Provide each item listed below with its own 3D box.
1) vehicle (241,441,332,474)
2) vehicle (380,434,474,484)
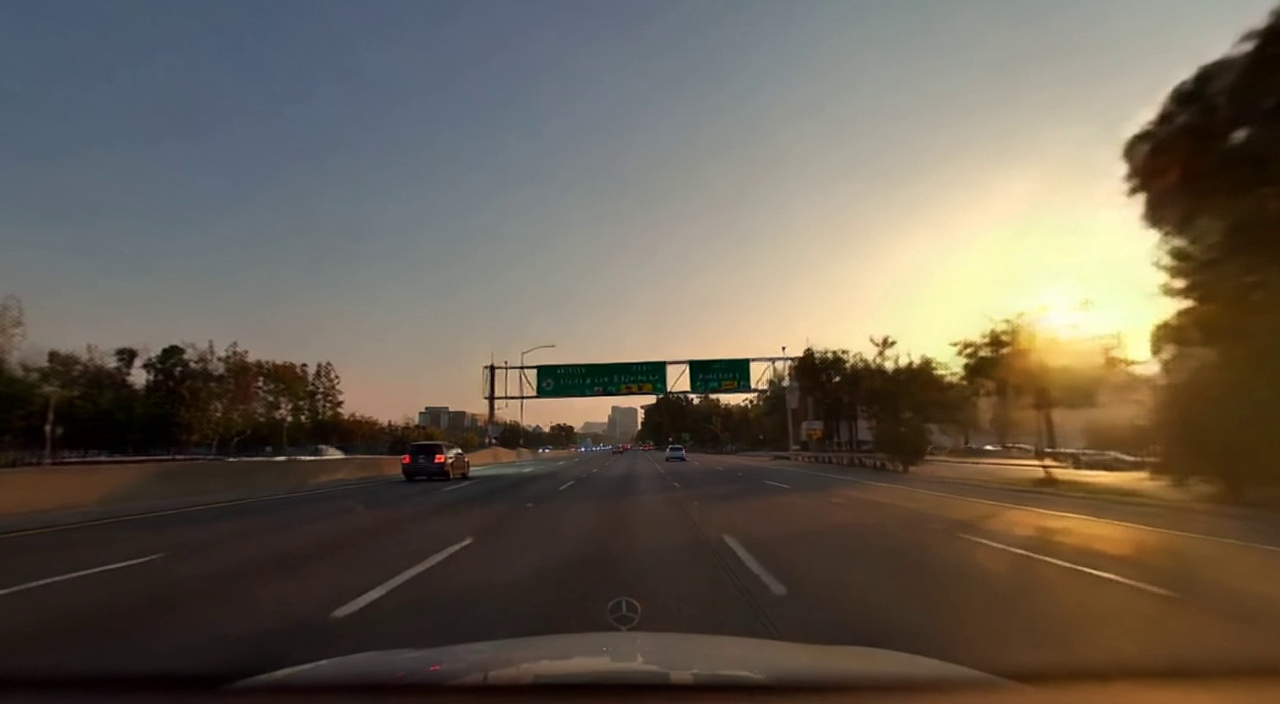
[{"bbox_3d":[-17.929,5.340,32.306,2.022,1.536,4.479,0,-9,0],"label":"vehicle"},{"bbox_3d":[-8.009,4.061,24.233,2.089,1.724,4.327,0,-9,0],"label":"vehicle"}]
